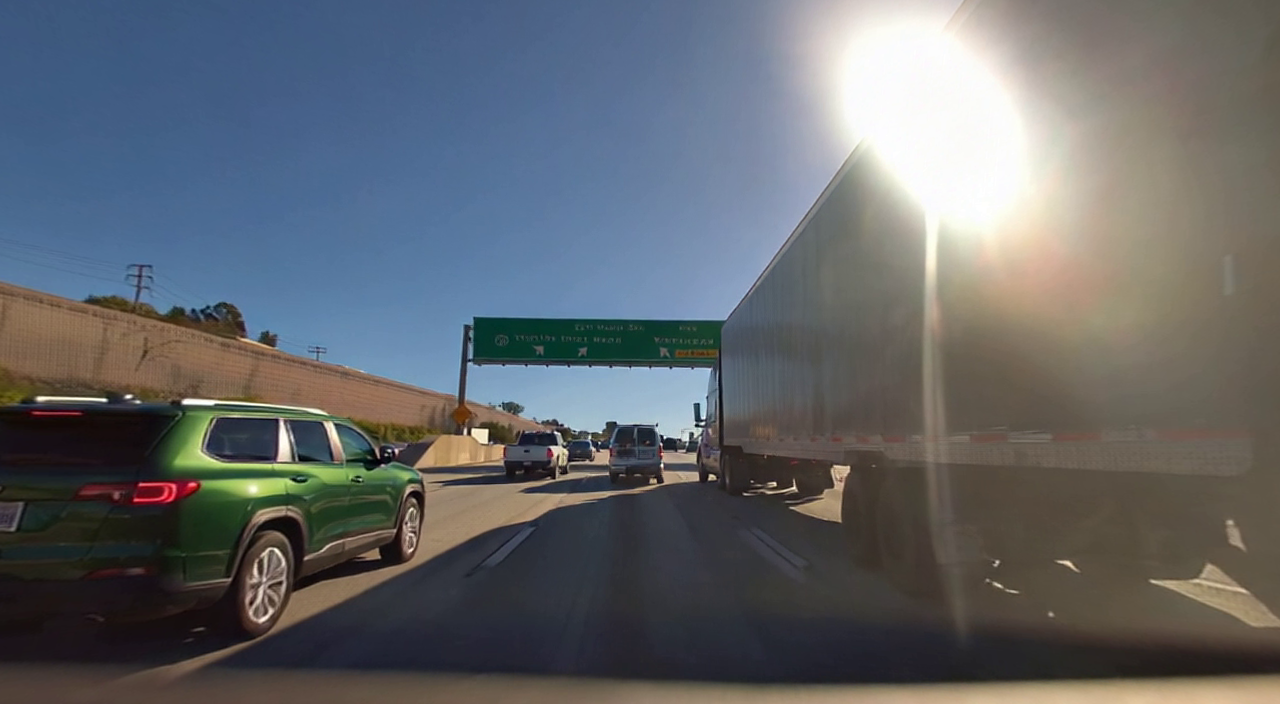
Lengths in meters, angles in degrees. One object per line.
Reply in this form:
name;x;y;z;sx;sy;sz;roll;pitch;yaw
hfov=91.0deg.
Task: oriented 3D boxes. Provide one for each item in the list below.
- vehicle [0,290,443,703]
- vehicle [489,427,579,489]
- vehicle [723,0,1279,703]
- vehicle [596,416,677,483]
vehicle;-3.256;1.031;4.325;2.193;1.803;4.958;0;-8;0
vehicle;-3.335;3.463;20.879;2.120;1.812;4.659;0;-8;1
vehicle;3.603;0.285;7.511;2.852;4.121;16.210;0;-8;-1
vehicle;-0.136;3.668;23.958;2.704;2.216;5.804;0;-8;0
